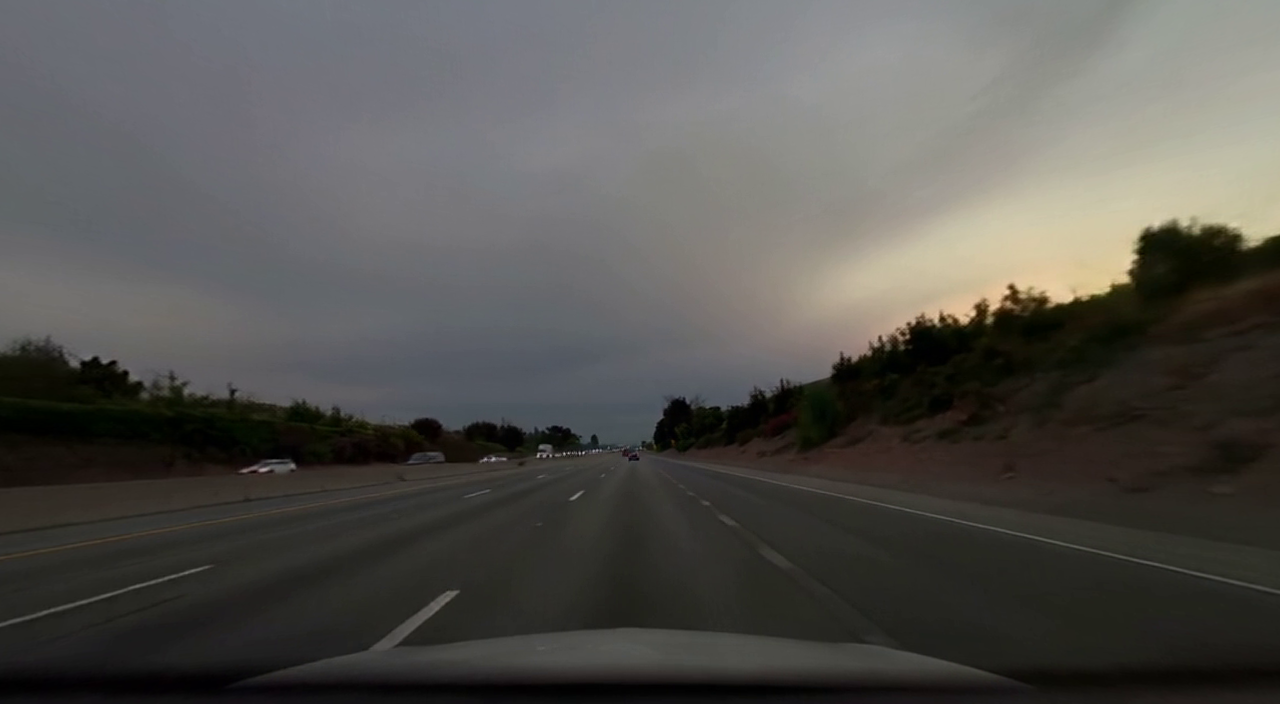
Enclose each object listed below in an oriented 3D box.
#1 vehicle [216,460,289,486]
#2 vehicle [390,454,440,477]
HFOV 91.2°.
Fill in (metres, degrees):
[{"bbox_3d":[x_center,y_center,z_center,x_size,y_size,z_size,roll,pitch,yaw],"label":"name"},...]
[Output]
[{"bbox_3d":[-26.308,8.207,42.803,1.923,1.538,4.752,0,-9,0],"label":"vehicle"},{"bbox_3d":[-15.603,7.882,43.716,1.903,1.503,4.309,0,-9,-1],"label":"vehicle"}]
